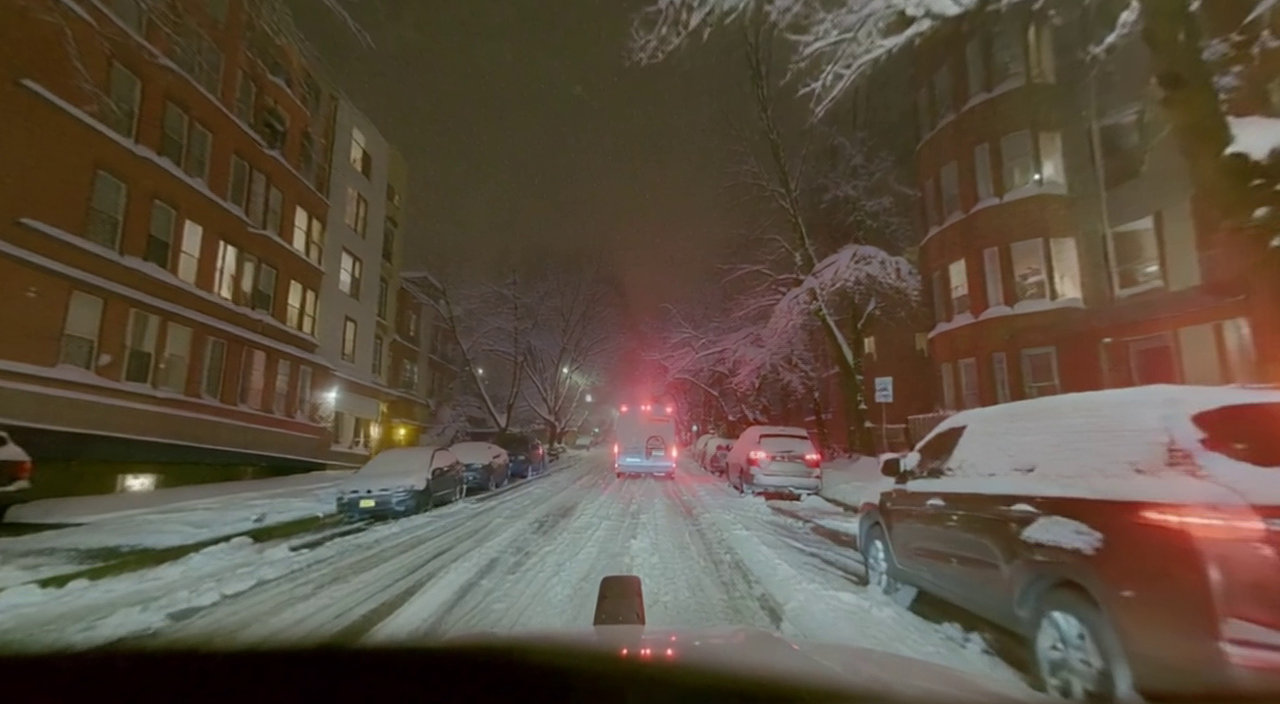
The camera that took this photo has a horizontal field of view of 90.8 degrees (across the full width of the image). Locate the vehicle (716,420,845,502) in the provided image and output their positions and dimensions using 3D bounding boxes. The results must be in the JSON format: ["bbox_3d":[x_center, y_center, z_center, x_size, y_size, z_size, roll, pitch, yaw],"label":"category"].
[{"bbox_3d":[3.560,2.898,17.309,2.232,1.860,5.593,0,-8,0],"label":"vehicle"}]

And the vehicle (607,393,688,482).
[{"bbox_3d":[0.198,3.472,25.519,2.754,3.008,7.730,0,-8,-1],"label":"vehicle"}]

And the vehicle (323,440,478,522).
[{"bbox_3d":[-5.409,2.919,15.031,1.967,1.492,4.781,-4,-8,-2],"label":"vehicle"}]

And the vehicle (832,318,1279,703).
[{"bbox_3d":[3.325,1.146,4.820,2.152,1.868,4.976,0,-8,0],"label":"vehicle"}]
